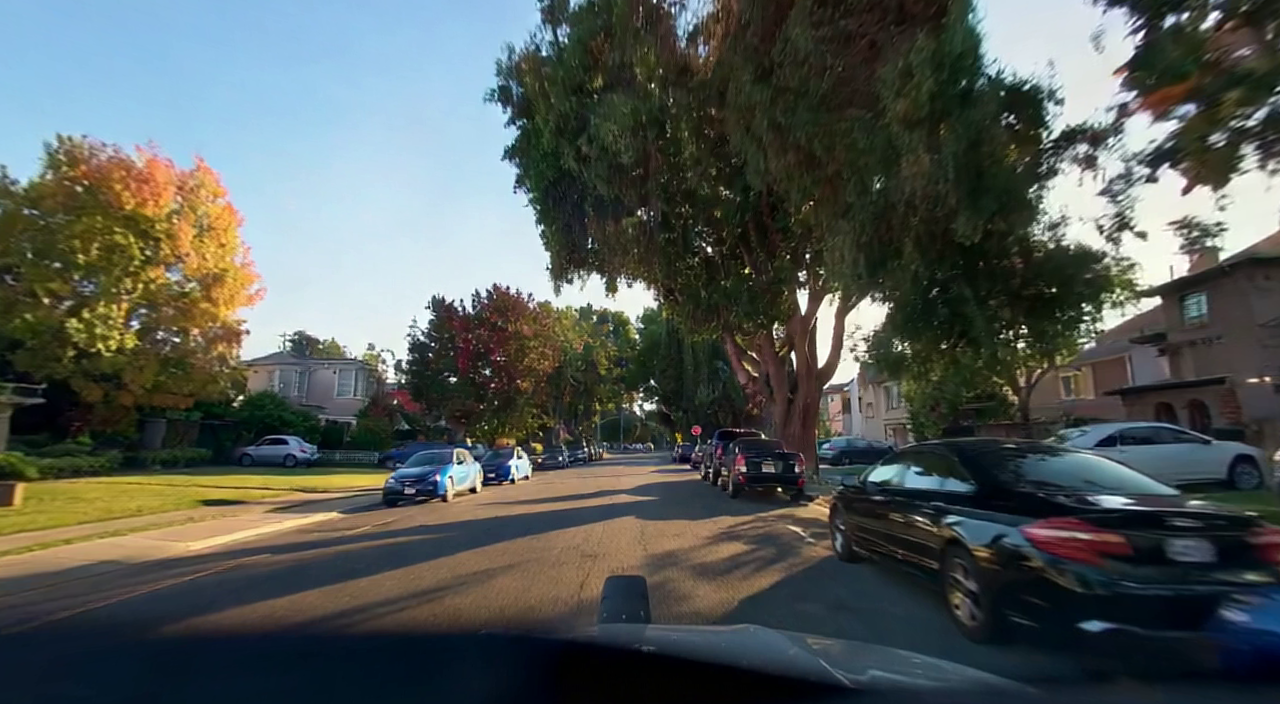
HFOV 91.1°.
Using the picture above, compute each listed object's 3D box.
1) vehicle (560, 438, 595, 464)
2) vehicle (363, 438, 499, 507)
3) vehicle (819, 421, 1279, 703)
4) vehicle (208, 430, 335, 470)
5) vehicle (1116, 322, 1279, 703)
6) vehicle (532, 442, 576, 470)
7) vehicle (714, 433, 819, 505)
[{"bbox_3d":[-4.818,7.721,49.099,2.162,1.857,4.758,2,-8,0],"label":"vehicle"},{"bbox_3d":[-5.444,3.183,17.136,1.899,1.538,4.611,2,-8,3],"label":"vehicle"},{"bbox_3d":[3.167,1.445,5.556,1.877,1.496,4.428,0,-8,0],"label":"vehicle"},{"bbox_3d":[-17.536,4.690,30.034,4.731,1.817,2.025,0,-8,0],"label":"vehicle"},{"bbox_3d":[3.065,0.530,0.309,2.005,1.745,4.624,0,-8,0],"label":"vehicle"},{"bbox_3d":[-5.267,6.423,39.048,1.872,1.515,4.535,1,-8,2],"label":"vehicle"},{"bbox_3d":[3.164,3.017,16.719,1.914,1.631,4.558,0,-8,1],"label":"vehicle"}]
